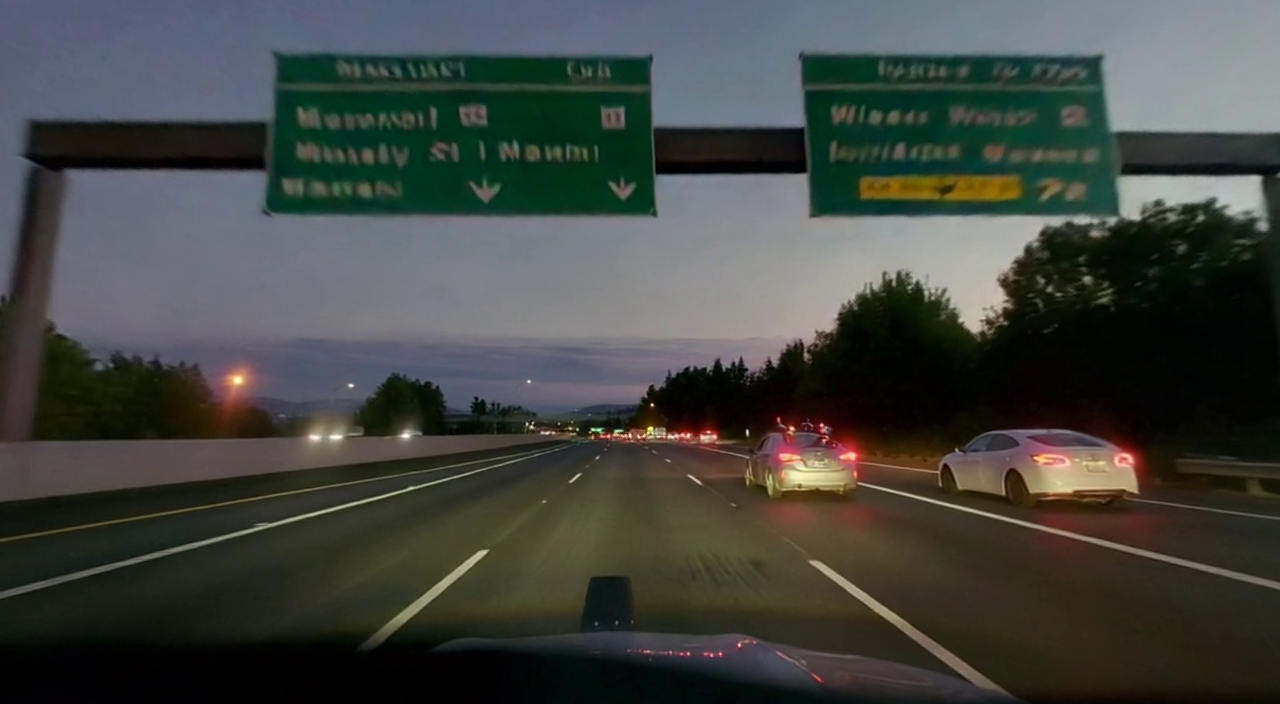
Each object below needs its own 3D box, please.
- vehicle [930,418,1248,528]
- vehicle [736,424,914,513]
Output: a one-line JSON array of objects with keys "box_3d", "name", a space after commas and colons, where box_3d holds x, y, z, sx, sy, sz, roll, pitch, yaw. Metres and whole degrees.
[{"box_3d": [7.323, 1.988, 11.134, 2.034, 1.511, 4.785, 0, -8, -1], "name": "vehicle"}, {"box_3d": [3.413, 2.225, 12.712, 2.094, 1.441, 4.568, 0, -8, -2], "name": "vehicle"}]
